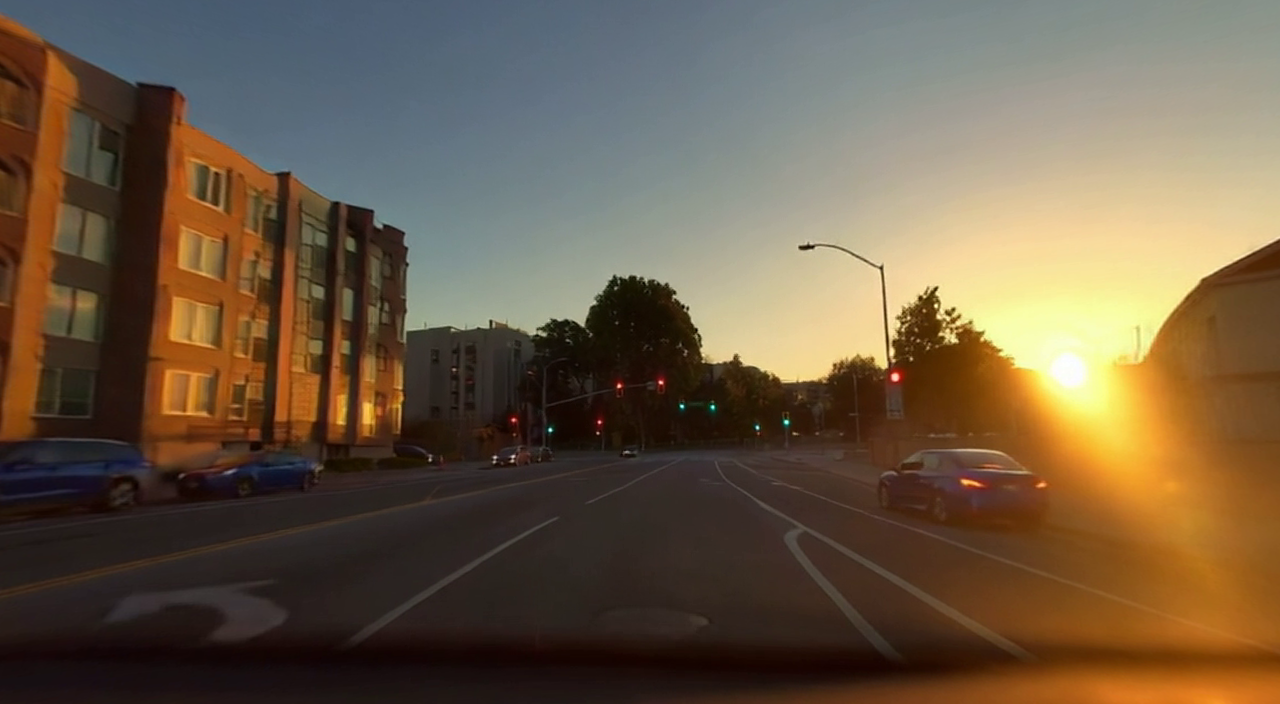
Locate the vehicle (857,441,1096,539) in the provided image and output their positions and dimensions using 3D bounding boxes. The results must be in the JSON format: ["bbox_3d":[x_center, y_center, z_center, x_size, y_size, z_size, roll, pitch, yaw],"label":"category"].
[{"bbox_3d":[6.082,2.517,12.419,2.010,1.473,5.353,0,-9,3],"label":"vehicle"}]

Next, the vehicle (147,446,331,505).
[{"bbox_3d":[-11.682,3.588,18.940,1.894,1.493,4.902,-1,-9,6],"label":"vehicle"}]

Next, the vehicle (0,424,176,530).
[{"bbox_3d":[-12.398,2.476,12.906,2.083,1.882,4.642,0,-9,3],"label":"vehicle"}]

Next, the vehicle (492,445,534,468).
[{"bbox_3d":[-8.818,7.308,44.212,1.868,1.520,3.796,-1,-9,5],"label":"vehicle"}]
